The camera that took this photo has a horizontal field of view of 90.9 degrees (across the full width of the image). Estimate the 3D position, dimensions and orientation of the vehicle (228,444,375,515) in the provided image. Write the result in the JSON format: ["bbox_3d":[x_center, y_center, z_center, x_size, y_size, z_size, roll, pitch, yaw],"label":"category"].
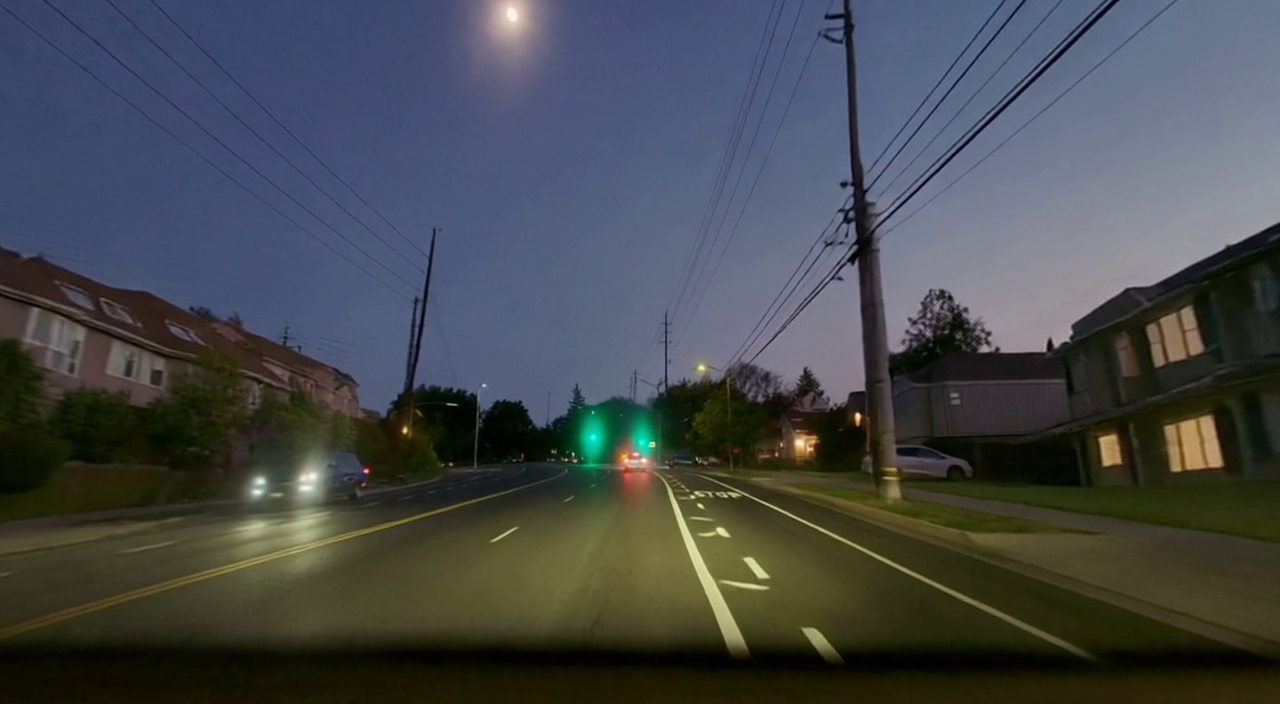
[{"bbox_3d":[-11.066,4.129,21.184,1.998,2.047,5.167,0,-8,1],"label":"vehicle"}]

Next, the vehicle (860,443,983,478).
[{"bbox_3d":[12.759,4.933,28.764,4.648,1.511,1.919,0,-8,-2],"label":"vehicle"}]

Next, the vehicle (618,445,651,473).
[{"bbox_3d":[-0.391,7.945,47.052,2.284,1.741,4.702,2,-8,1],"label":"vehicle"}]
